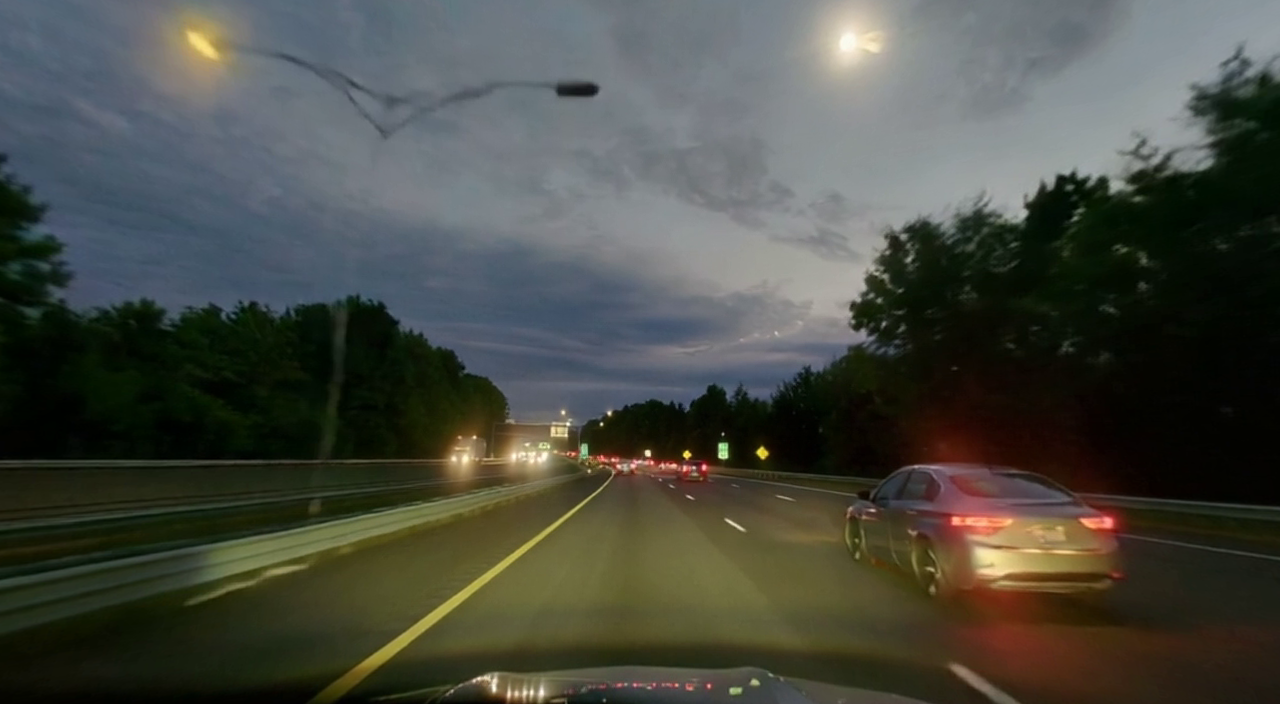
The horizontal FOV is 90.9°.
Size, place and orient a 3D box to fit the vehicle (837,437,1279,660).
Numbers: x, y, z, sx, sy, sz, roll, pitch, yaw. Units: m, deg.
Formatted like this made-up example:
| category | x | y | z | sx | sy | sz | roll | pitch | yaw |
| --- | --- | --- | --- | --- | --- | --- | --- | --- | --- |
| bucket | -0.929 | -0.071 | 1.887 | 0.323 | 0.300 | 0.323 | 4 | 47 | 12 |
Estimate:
| category | x | y | z | sx | sy | sz | roll | pitch | yaw |
| --- | --- | --- | --- | --- | --- | --- | --- | --- | --- |
| vehicle | 3.967 | 1.897 | 6.997 | 2.132 | 1.662 | 4.180 | 1 | -10 | -1 |
